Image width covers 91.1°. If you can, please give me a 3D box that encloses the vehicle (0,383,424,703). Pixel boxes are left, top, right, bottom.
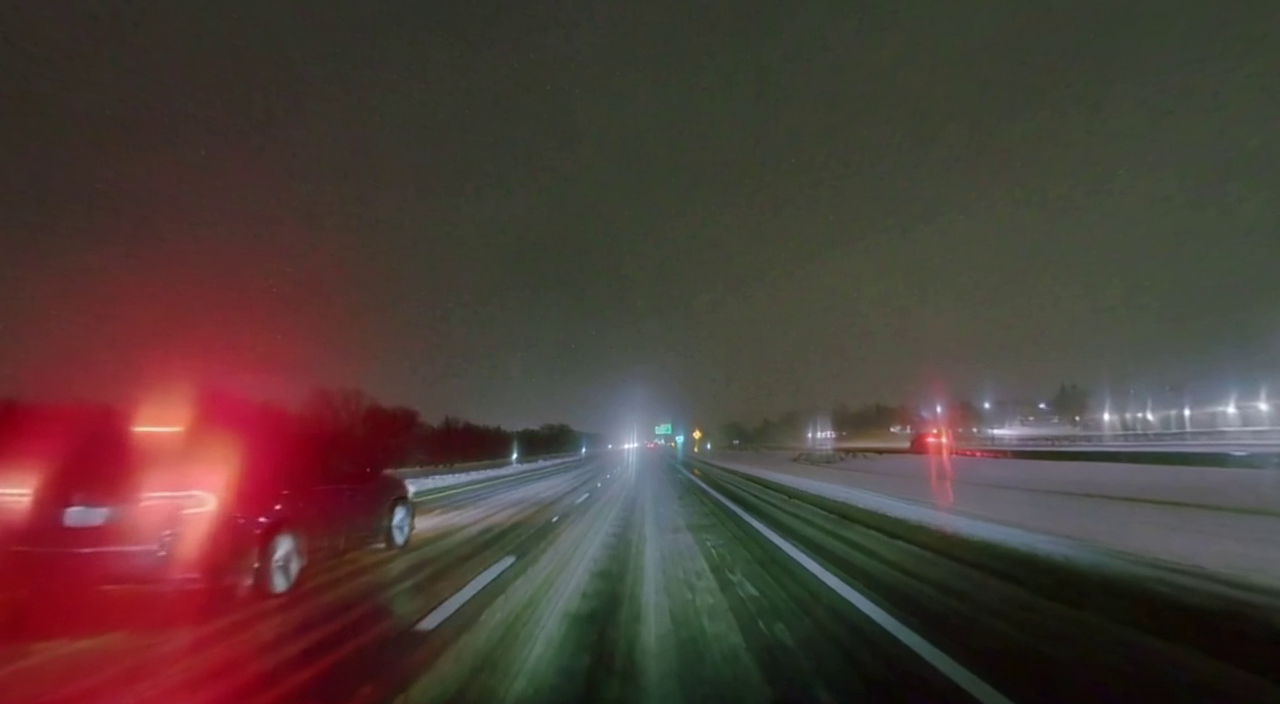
[{"bbox_3d":[-3.759,1.306,5.247,2.122,1.632,4.690,0,-8,2],"label":"vehicle"}]
